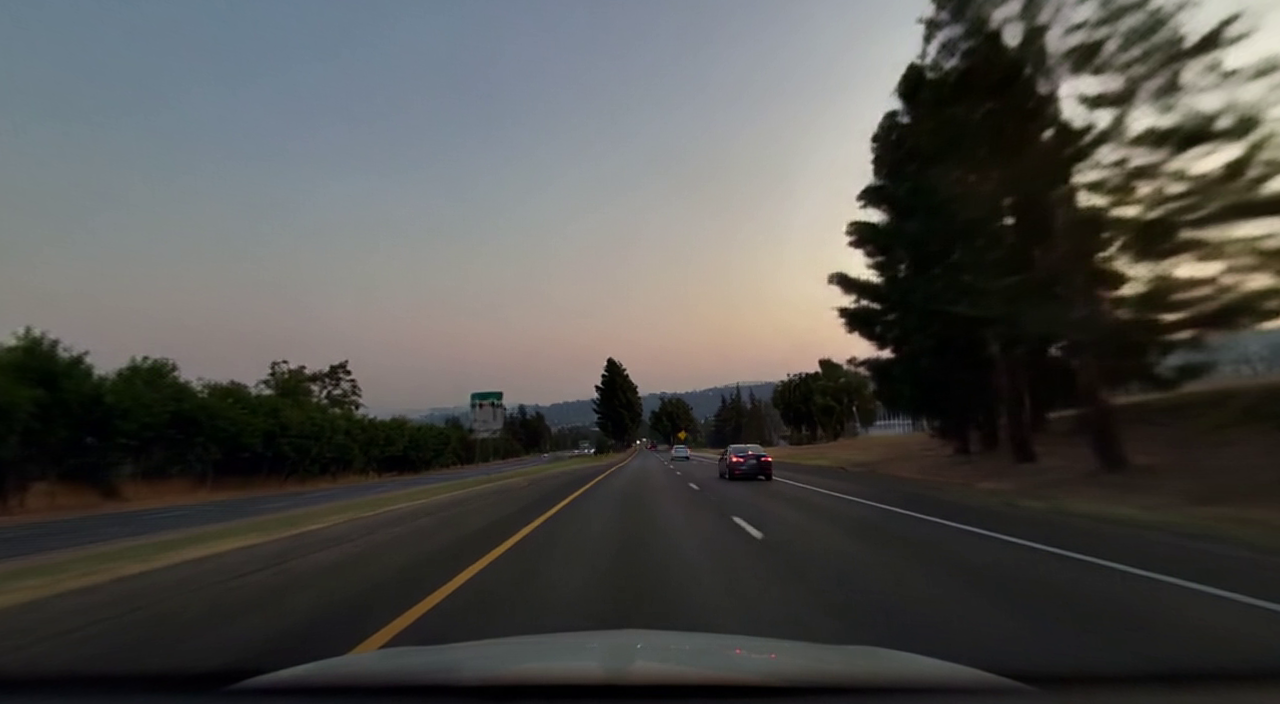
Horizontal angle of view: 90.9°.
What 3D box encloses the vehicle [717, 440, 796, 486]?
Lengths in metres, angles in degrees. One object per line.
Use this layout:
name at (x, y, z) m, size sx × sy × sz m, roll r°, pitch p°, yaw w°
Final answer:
vehicle at (4.198, 4.086, 23.538) m, size 2.042 × 1.518 × 4.477 m, roll 0°, pitch -8°, yaw -1°
